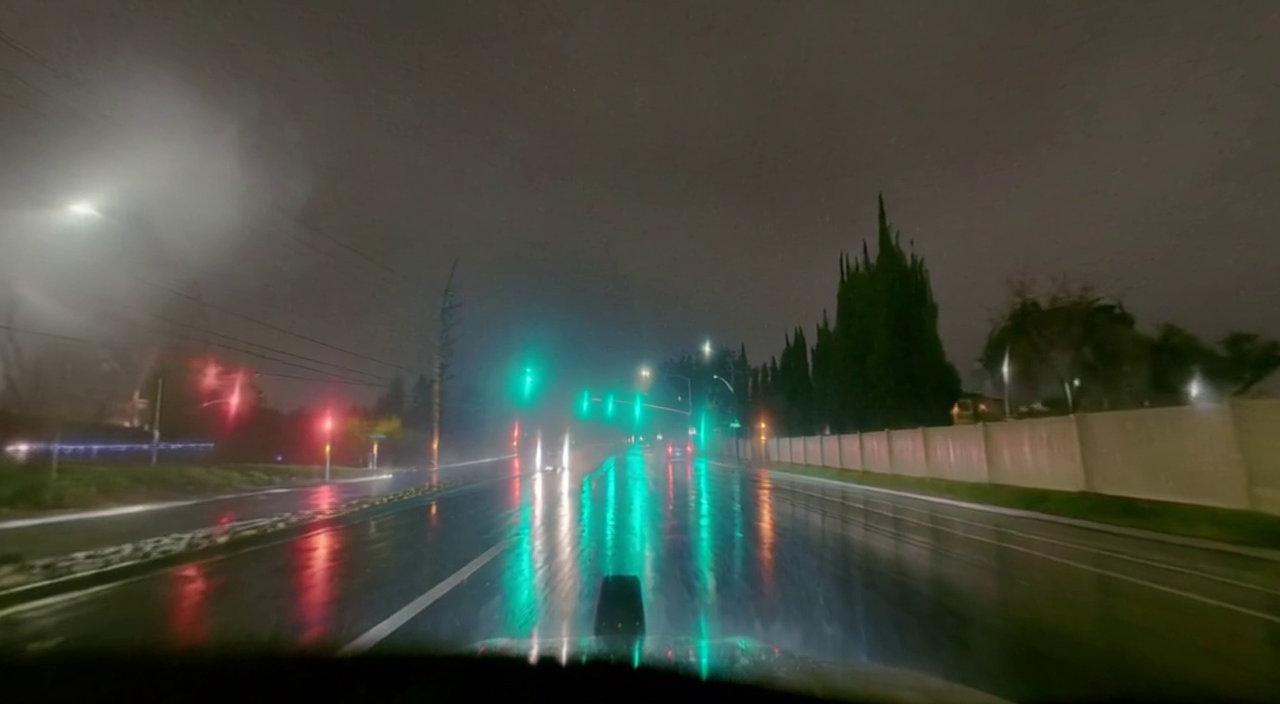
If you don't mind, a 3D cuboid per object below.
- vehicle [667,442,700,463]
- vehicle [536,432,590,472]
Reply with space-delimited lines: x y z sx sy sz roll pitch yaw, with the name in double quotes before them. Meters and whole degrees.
"vehicle" 3.145 7.369 46.308 2.105 1.490 4.008 0 -9 -1
"vehicle" -3.734 4.974 31.361 2.078 1.832 4.746 0 -9 0
